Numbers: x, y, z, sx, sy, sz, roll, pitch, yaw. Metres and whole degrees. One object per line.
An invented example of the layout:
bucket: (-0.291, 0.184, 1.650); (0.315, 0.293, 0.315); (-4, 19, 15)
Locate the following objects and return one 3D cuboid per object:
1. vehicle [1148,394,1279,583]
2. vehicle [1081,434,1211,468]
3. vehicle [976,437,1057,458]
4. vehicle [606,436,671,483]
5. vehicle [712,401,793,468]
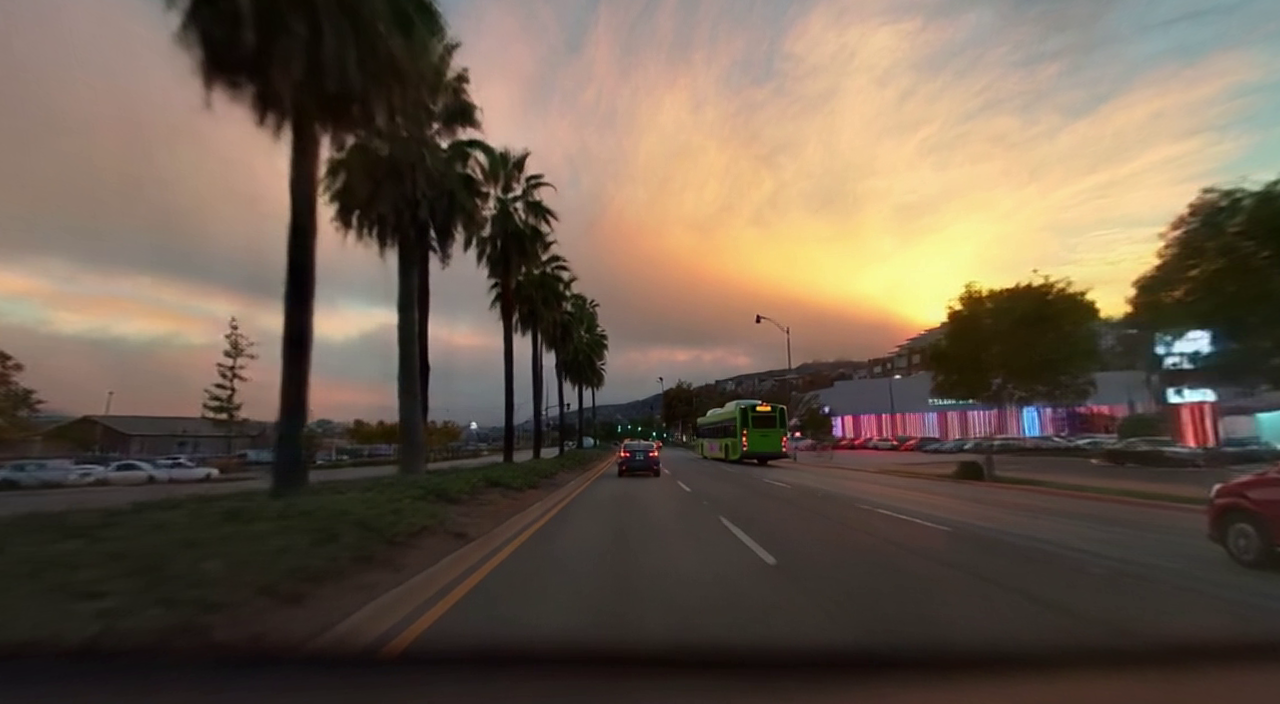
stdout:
vehicle: (6.734, 1.116, 4.946); (2.031, 1.670, 4.154); (0, -9, 1)
vehicle: (23.047, 4.525, 28.901); (4.229, 1.428, 1.883); (0, -9, 1)
vehicle: (25.754, 6.545, 43.307); (4.319, 1.444, 1.888); (0, -9, -2)
vehicle: (-0.078, 3.765, 22.354); (2.065, 1.477, 4.306); (0, -9, -1)
vehicle: (6.236, 4.898, 36.842); (2.795, 3.383, 9.287); (0, -9, -1)
